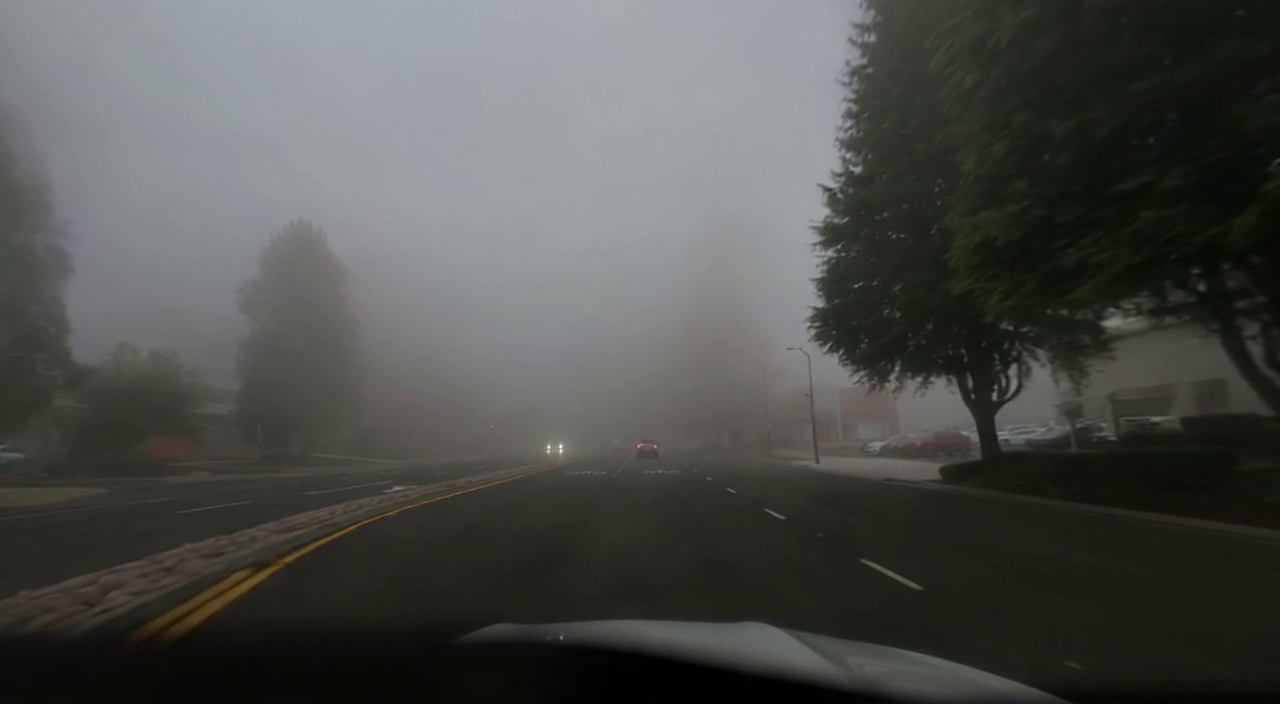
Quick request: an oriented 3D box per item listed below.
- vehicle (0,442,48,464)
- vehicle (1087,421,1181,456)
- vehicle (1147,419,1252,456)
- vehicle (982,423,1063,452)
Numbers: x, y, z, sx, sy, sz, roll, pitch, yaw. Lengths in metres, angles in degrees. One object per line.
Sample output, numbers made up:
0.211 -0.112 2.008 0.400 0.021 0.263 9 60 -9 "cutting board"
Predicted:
-45.563 7.332 45.454 3.870 1.435 1.819 -2 -9 -3 "vehicle"
20.853 3.650 26.639 3.179 1.322 1.521 1 -8 -19 "vehicle"
21.559 3.283 24.330 3.143 1.303 1.491 1 -8 -17 "vehicle"
24.656 5.594 40.867 1.850 1.745 4.514 1 -9 -11 "vehicle"
